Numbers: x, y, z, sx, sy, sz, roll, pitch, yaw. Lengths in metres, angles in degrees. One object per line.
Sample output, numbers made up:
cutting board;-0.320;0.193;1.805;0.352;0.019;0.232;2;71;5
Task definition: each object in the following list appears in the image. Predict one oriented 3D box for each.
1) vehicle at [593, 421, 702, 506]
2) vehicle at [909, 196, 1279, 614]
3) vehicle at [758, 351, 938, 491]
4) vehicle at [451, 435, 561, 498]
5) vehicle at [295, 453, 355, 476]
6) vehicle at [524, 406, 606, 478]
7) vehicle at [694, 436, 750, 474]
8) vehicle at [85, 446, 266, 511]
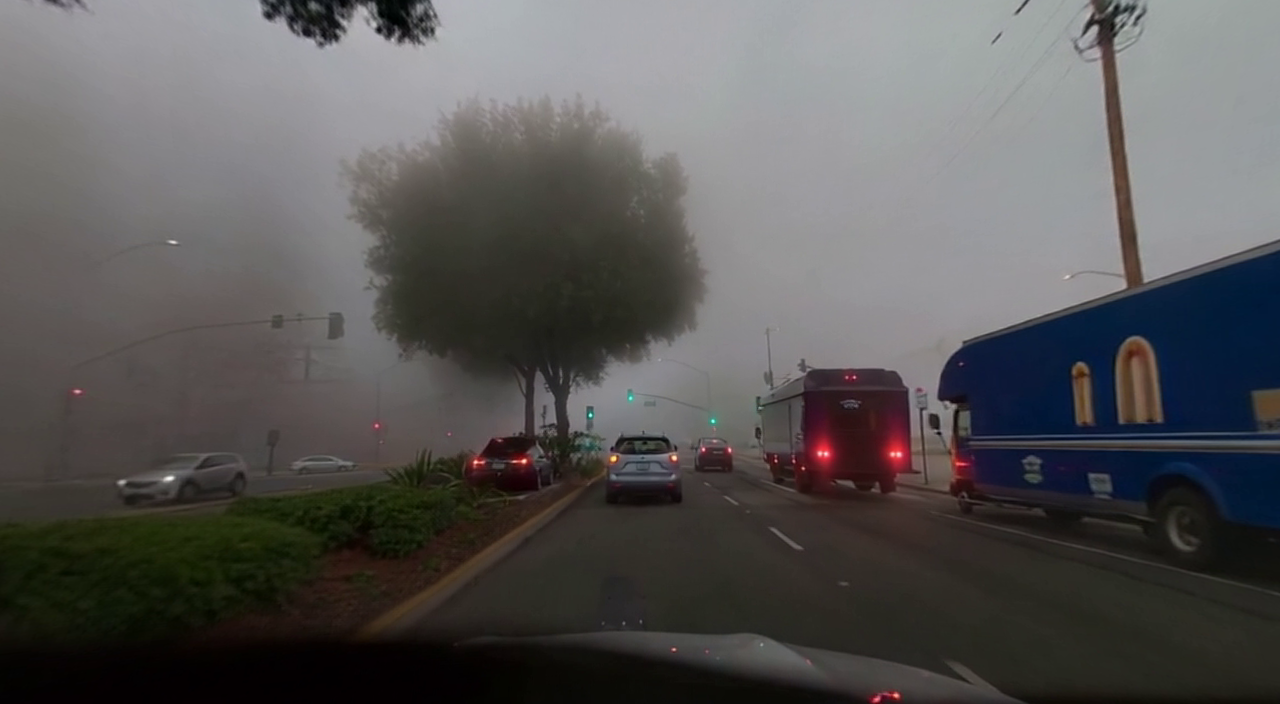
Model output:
vehicle;0.183;2.563;14.864;2.209;1.718;4.008;0;-8;1
vehicle;6.681;0.876;8.194;2.891;3.361;7.843;0;-8;0
vehicle;6.834;2.712;23.021;2.816;3.804;10.315;-3;-9;0
vehicle;-3.476;3.069;17.333;2.008;1.500;4.369;0;-8;1
vehicle;-22.413;7.991;45.098;1.824;1.470;4.486;-1;-8;2
vehicle;-3.140;4.069;28.409;2.715;2.791;7.171;0;-8;1
vehicle;3.607;4.616;28.505;2.075;1.540;4.411;-1;-8;2
vehicle;-13.272;3.586;18.462;1.928;1.497;4.446;0;-7;0
